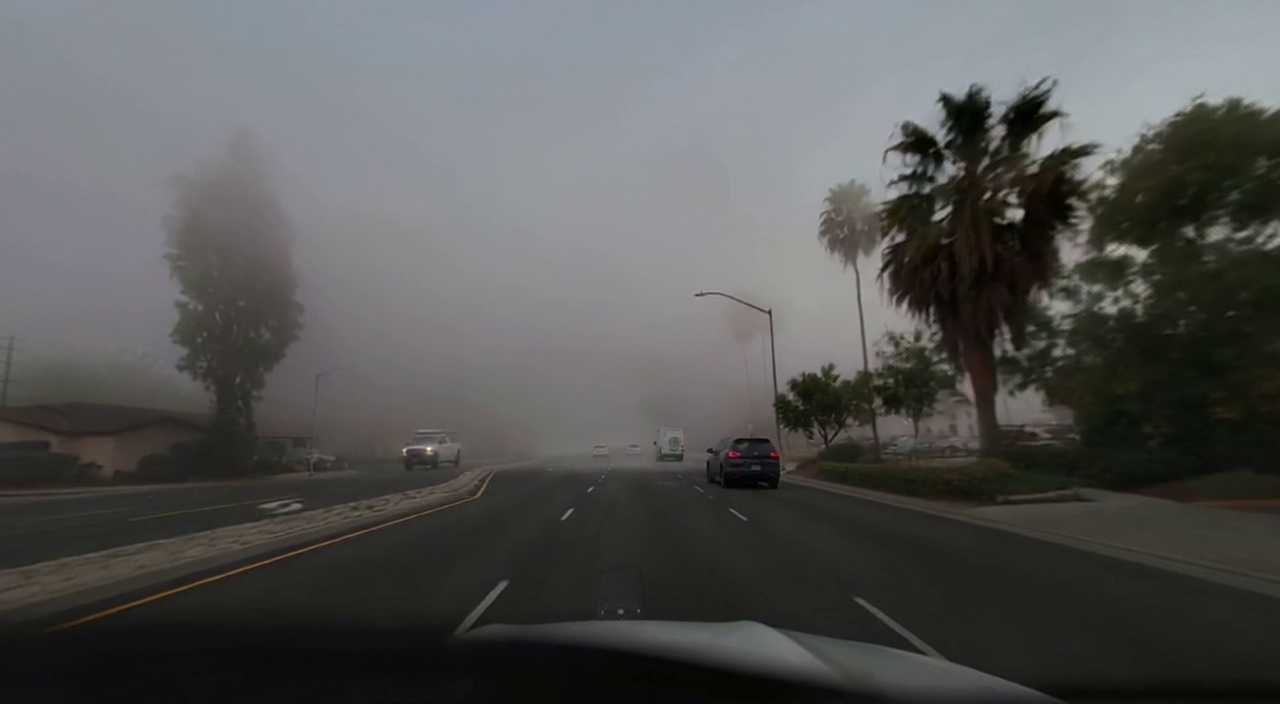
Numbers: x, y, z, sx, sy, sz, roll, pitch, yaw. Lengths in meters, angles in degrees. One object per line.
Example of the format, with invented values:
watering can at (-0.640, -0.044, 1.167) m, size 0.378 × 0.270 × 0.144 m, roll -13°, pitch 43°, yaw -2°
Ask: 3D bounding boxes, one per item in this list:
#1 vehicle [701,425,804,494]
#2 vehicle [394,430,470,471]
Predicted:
vehicle at (3.395, 3.365, 20.038) m, size 2.244 × 1.901 × 4.561 m, roll 0°, pitch -8°, yaw -3°
vehicle at (-15.589, 7.464, 47.896) m, size 3.083 × 2.852 × 7.976 m, roll 0°, pitch -8°, yaw 0°
